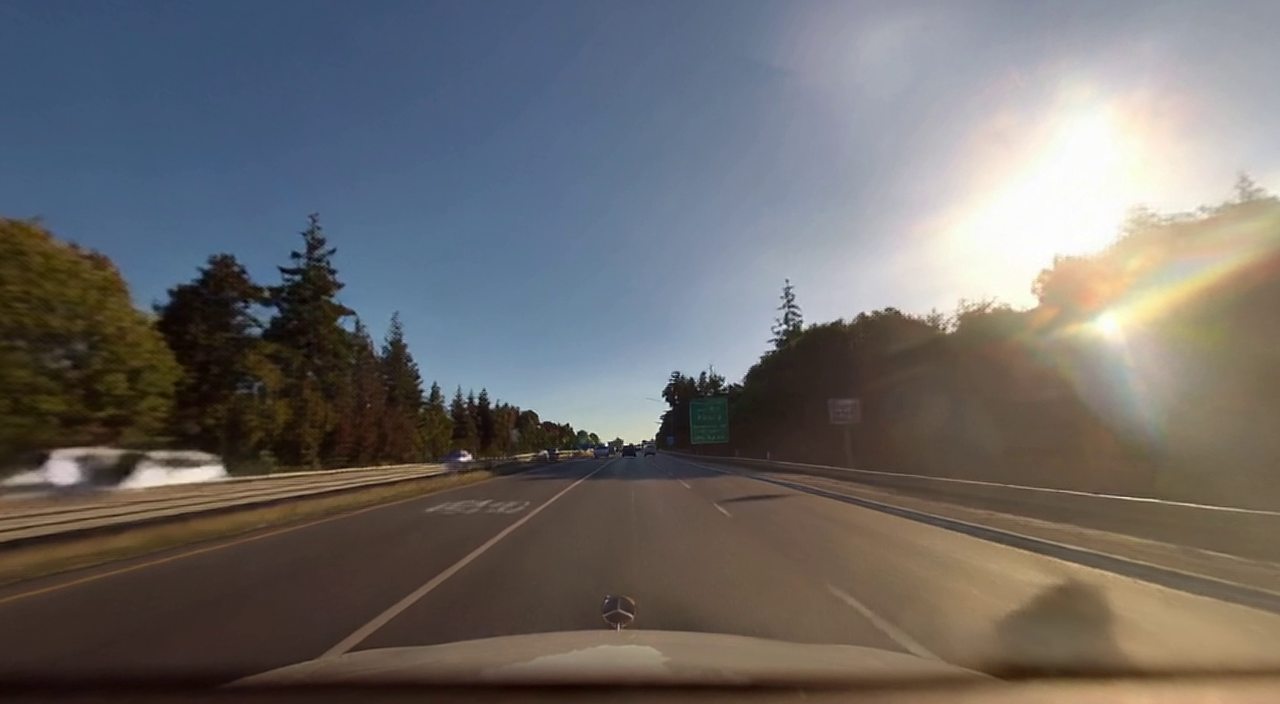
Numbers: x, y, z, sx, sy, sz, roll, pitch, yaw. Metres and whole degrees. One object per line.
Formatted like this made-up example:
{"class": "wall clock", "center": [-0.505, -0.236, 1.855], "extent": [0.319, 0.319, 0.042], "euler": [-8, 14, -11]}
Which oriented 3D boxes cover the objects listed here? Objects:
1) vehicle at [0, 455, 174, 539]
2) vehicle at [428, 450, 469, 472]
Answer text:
{"class": "vehicle", "center": [-13.169, 3.106, 13.985], "extent": [1.944, 1.518, 4.723], "euler": [0, -9, -1]}
{"class": "vehicle", "center": [-14.894, 8.470, 48.905], "extent": [1.901, 1.609, 4.273], "euler": [0, -9, -1]}
